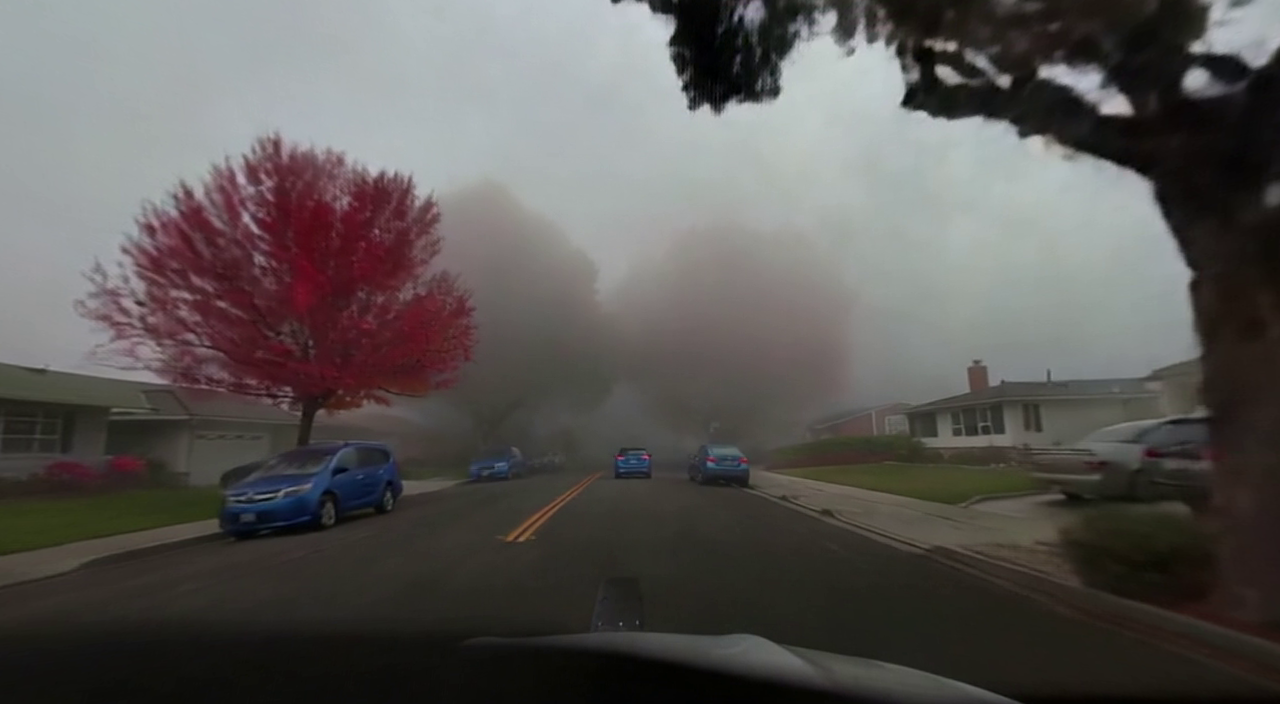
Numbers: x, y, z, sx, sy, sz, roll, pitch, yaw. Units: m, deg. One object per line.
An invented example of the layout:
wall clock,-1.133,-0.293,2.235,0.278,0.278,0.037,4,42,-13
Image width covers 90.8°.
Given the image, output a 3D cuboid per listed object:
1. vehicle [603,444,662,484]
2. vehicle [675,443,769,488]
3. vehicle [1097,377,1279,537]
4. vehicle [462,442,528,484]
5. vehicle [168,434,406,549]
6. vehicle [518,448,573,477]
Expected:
vehicle,-0.334,4.507,25.691,2.192,1.474,4.192,0,-9,-1
vehicle,2.894,4.166,23.455,2.429,1.502,4.474,1,-9,-7
vehicle,9.739,1.356,9.004,4.813,1.914,2.041,-3,-9,-5
vehicle,-7.026,5.437,31.131,2.235,1.851,4.662,-2,-9,-1
vehicle,-6.700,2.628,12.853,2.254,1.773,4.795,-2,-8,-2
vehicle,-6.441,7.590,43.668,2.641,1.747,4.738,-3,-9,6
